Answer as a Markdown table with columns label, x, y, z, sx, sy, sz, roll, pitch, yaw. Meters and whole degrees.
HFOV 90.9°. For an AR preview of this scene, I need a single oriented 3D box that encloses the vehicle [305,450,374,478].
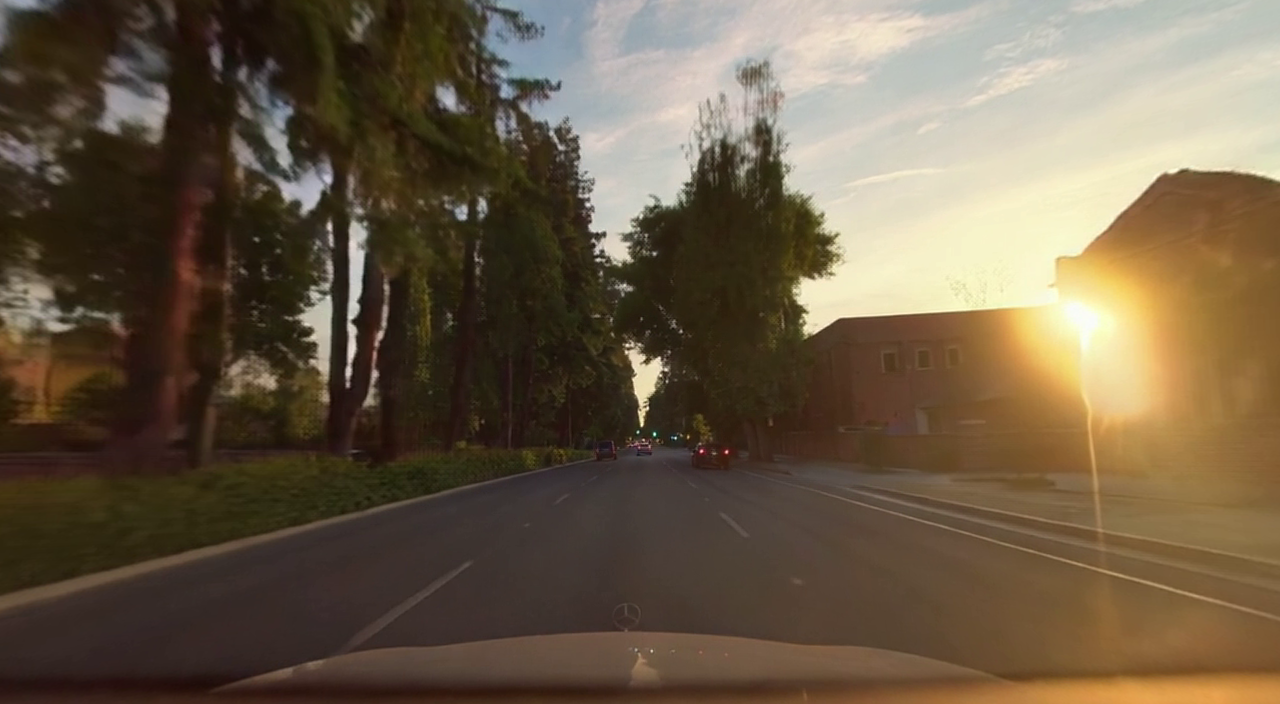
| label | x | y | z | sx | sy | sz | roll | pitch | yaw |
| --- | --- | --- | --- | --- | --- | --- | --- | --- | --- |
| vehicle | -21.065 | 7.853 | 44.398 | 2.238 | 1.778 | 5.115 | 0 | -8 | 1 |

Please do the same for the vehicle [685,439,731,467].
| label | x | y | z | sx | sy | sz | roll | pitch | yaw |
| --- | --- | --- | --- | --- | --- | --- | --- | --- | --- |
| vehicle | 4.075 | 6.139 | 38.503 | 2.237 | 1.578 | 4.621 | 0 | -8 | -1 |
